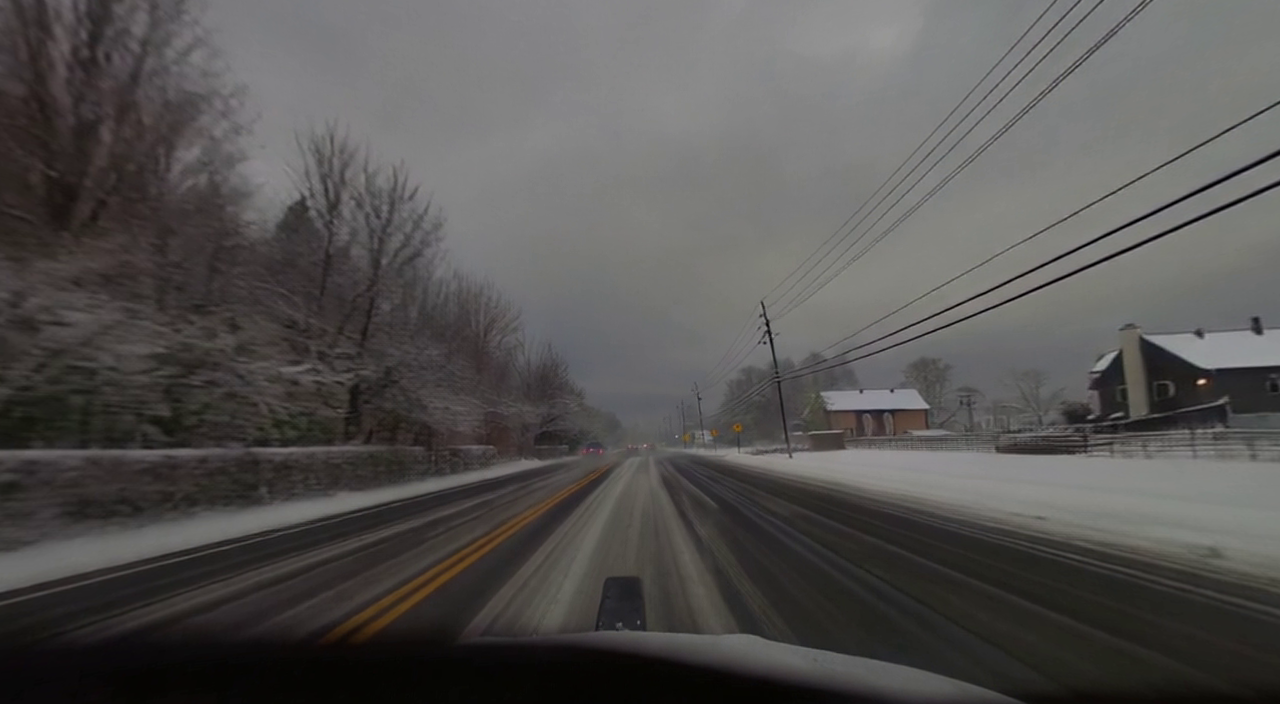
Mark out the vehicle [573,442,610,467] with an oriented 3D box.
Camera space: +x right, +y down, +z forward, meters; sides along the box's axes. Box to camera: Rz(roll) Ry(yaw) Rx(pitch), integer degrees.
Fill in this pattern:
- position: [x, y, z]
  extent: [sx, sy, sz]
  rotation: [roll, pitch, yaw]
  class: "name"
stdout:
- position: [-3.141, 6.755, 41.686]
  extent: [2.007, 1.514, 4.049]
  rotation: [0, -8, 1]
  class: "vehicle"
